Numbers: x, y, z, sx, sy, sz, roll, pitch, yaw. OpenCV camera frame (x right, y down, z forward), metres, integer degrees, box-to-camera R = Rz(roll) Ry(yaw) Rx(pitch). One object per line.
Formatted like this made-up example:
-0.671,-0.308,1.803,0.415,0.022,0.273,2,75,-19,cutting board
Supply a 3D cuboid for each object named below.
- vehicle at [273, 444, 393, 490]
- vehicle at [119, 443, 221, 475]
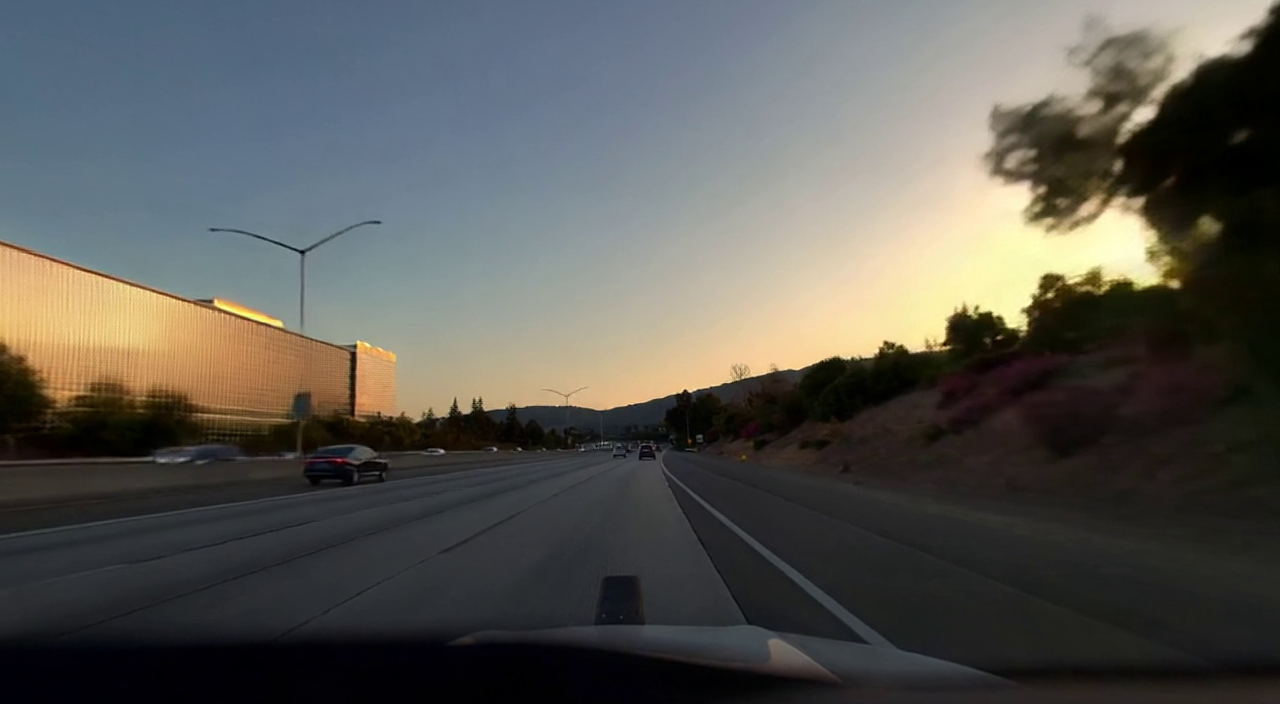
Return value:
-10.686,4.015,22.420,1.914,1.440,4.467,-1,-9,1,vehicle
-25.941,5.906,35.130,1.973,1.582,4.704,-1,-9,2,vehicle
